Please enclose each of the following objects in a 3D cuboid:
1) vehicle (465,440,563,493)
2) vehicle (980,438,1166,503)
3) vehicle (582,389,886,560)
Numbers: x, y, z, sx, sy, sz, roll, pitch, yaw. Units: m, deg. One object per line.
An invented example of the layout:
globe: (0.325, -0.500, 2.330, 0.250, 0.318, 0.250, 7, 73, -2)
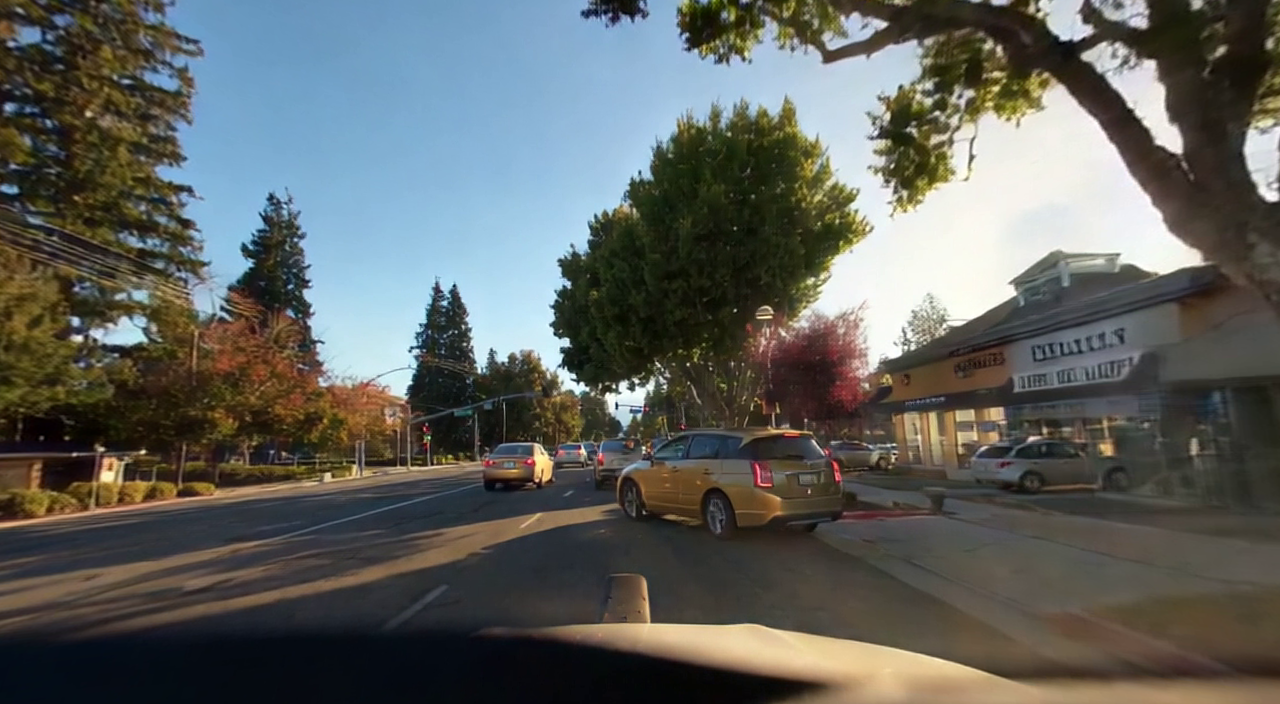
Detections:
vehicle: (-3.763, 3.493, 19.573, 2.026, 1.466, 4.282, 0, -8, 2)
vehicle: (12.252, 3.352, 17.979, 3.871, 1.525, 1.835, -3, -9, 0)
vehicle: (1.111, 1.771, 9.777, 2.052, 1.955, 4.642, 5, -10, -33)
